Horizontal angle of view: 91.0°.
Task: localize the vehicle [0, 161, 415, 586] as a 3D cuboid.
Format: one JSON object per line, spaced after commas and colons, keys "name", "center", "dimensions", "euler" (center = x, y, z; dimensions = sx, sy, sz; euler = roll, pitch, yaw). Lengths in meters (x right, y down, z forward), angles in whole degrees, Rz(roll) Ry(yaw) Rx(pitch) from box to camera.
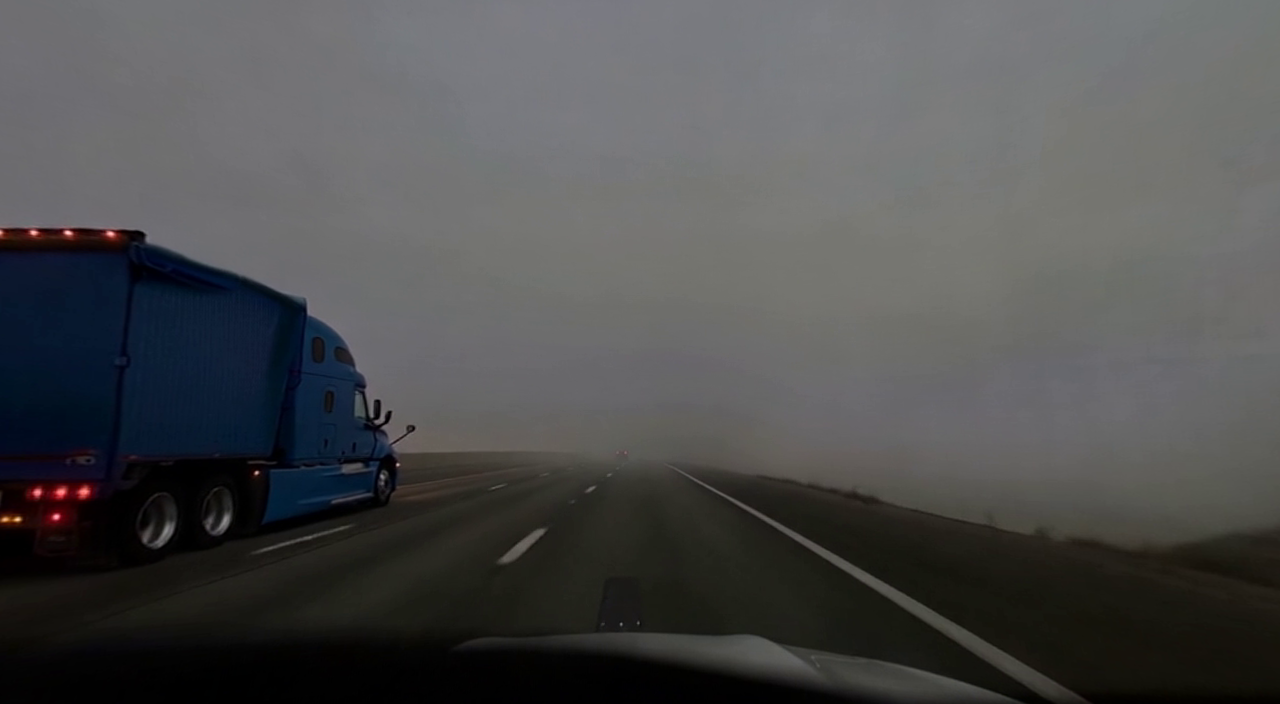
{"name": "vehicle", "center": [-6.880, 0.749, 10.099], "dimensions": [2.996, 3.947, 8.600], "euler": [1, -9, 2]}
